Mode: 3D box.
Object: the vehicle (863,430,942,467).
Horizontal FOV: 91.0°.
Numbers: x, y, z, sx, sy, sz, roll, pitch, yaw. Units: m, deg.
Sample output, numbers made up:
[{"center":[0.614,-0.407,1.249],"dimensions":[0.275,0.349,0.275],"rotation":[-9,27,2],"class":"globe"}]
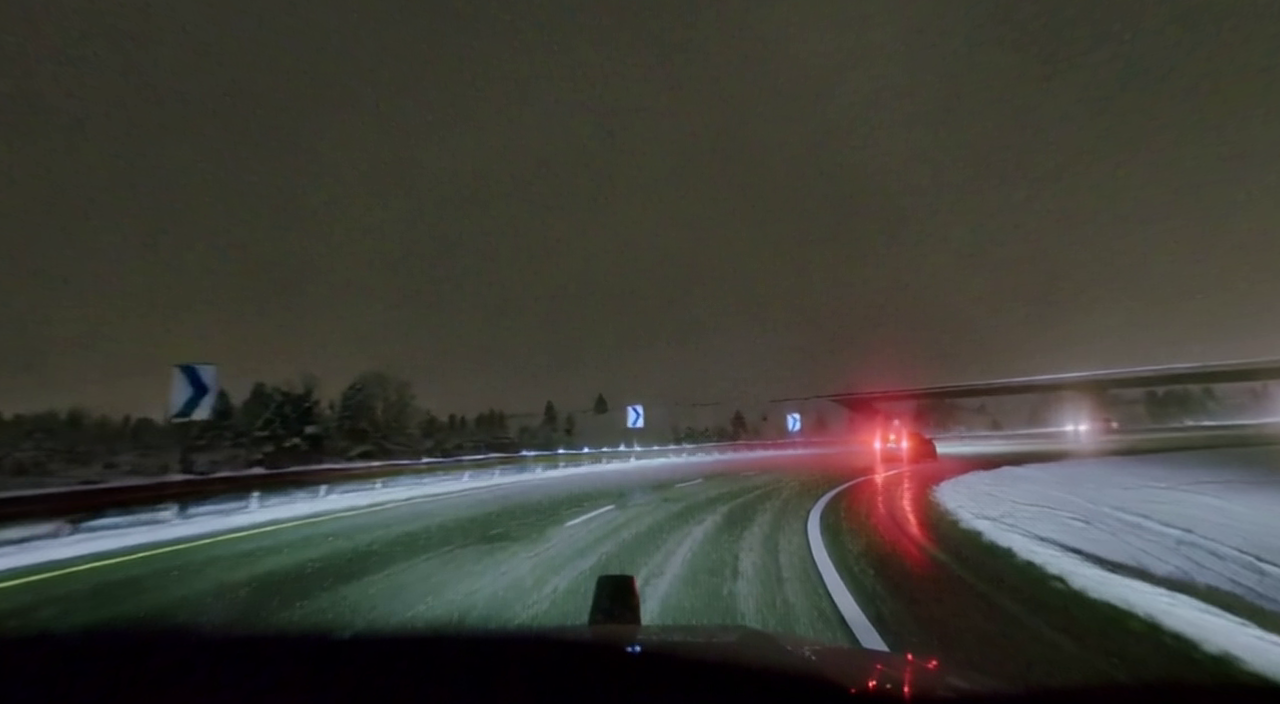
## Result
[{"center":[11.748,4.260,28.039],"dimensions":[2.028,1.440,3.970],"rotation":[-3,-8,41],"class":"vehicle"}]
